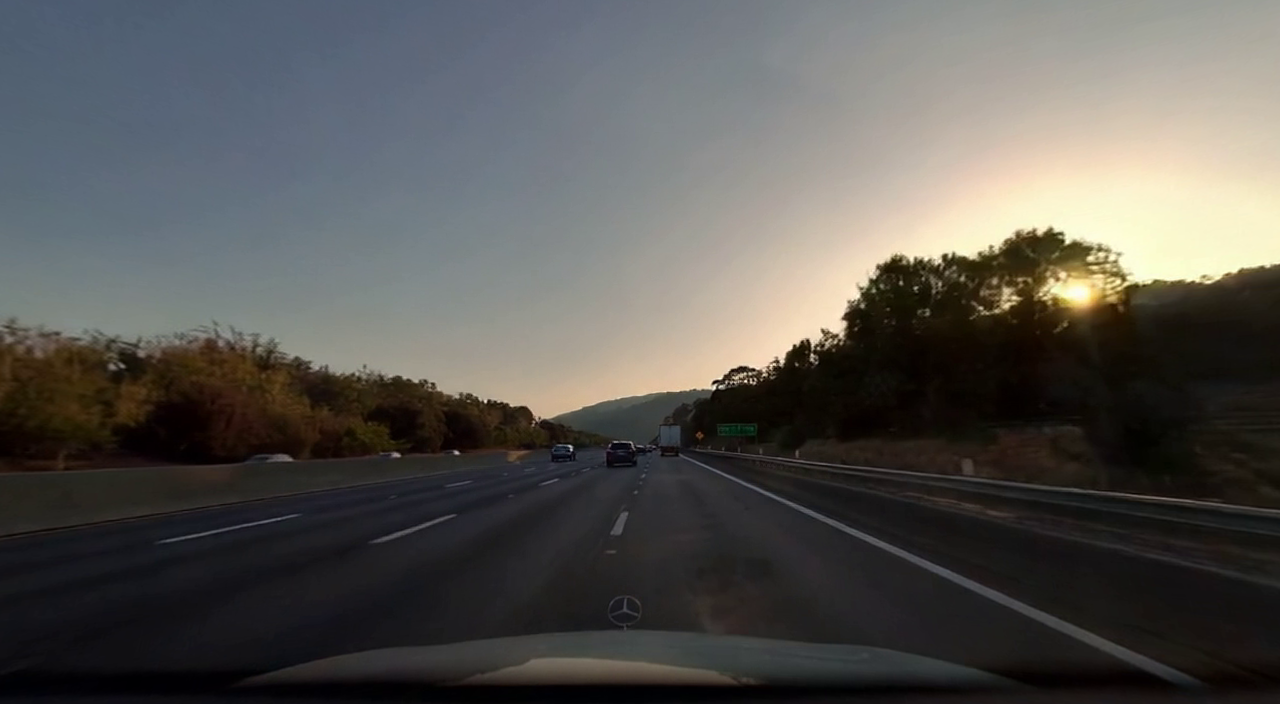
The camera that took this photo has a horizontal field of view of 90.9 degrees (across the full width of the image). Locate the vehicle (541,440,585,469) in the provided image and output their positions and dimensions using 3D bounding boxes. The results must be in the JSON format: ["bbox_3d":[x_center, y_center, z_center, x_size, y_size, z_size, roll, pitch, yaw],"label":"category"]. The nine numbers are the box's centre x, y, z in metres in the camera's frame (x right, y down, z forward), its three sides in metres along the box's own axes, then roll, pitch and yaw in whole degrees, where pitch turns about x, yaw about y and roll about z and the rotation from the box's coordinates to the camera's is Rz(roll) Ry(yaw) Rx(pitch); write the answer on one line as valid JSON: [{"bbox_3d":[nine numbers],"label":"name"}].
[{"bbox_3d":[-4.769,6.384,39.498,2.062,1.691,4.278,0,-9,2],"label":"vehicle"}]

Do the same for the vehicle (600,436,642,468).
[{"bbox_3d":[-1.086,6.157,38.973,2.283,1.802,4.810,0,-9,2],"label":"vehicle"}]

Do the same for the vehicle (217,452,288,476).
[{"bbox_3d":[-26.500,7.660,43.336,1.946,1.489,4.422,0,-9,2],"label":"vehicle"}]
